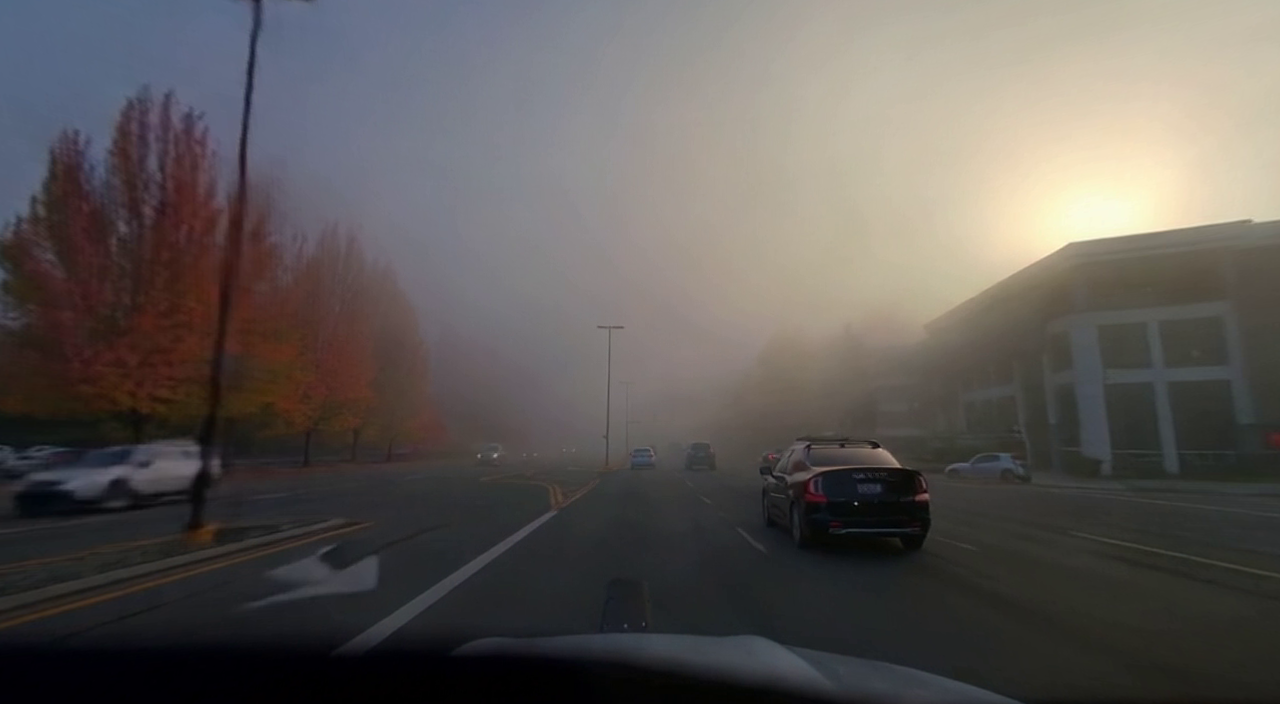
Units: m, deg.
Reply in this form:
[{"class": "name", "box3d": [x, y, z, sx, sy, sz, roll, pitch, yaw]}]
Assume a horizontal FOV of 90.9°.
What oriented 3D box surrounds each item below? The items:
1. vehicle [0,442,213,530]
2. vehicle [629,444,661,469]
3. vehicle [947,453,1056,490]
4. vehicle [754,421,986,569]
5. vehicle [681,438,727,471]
[{"class": "vehicle", "box3d": [-11.561, 2.623, 13.063, 2.055, 1.479, 4.693, 0, -8, 1]}, {"class": "vehicle", "box3d": [0.264, 6.734, 40.760, 1.991, 1.477, 3.814, 0, -8, -1]}, {"class": "vehicle", "box3d": [17.550, 5.795, 30.836, 4.398, 1.634, 2.031, -4, -9, 27]}, {"class": "vehicle", "box3d": [2.981, 1.923, 9.191, 1.901, 1.634, 3.896, 1, -8, 0]}, {"class": "vehicle", "box3d": [3.777, 6.157, 38.003, 2.154, 1.844, 4.634, 0, -8, -1]}]
